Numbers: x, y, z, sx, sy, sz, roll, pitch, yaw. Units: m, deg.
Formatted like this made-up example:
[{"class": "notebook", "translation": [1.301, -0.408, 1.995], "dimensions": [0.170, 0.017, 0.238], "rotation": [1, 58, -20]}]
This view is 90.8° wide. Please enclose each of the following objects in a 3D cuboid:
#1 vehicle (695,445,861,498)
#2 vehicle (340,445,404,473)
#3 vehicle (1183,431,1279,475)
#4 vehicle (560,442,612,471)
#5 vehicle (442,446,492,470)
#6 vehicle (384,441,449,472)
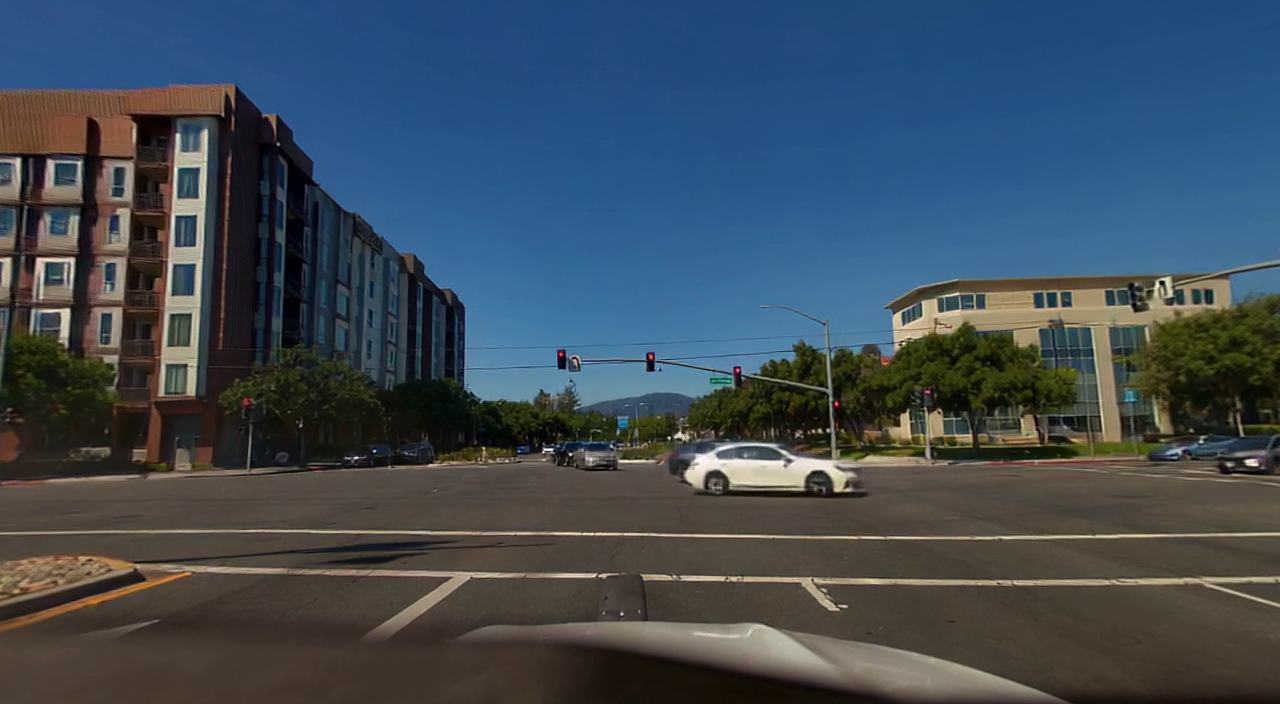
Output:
[{"class": "vehicle", "translation": [3.729, 3.173, 17.034], "dimensions": [4.093, 1.288, 1.910], "rotation": [-4, -9, 20]}, {"class": "vehicle", "translation": [-18.555, 7.411, 44.090], "dimensions": [2.237, 1.842, 5.116], "rotation": [0, -9, 0]}, {"class": "vehicle", "translation": [22.319, 3.560, 22.361], "dimensions": [4.474, 1.477, 1.908], "rotation": [0, -9, -3]}, {"class": "vehicle", "translation": [-3.037, 5.663, 34.552], "dimensions": [2.115, 1.445, 4.864], "rotation": [2, -9, -14]}, {"class": "vehicle", "translation": [-11.646, 7.145, 42.812], "dimensions": [2.003, 1.476, 4.297], "rotation": [-1, -9, 2]}, {"class": "vehicle", "translation": [-15.143, 7.124, 43.232], "dimensions": [2.340, 1.946, 5.450], "rotation": [-1, -9, 2]}]
